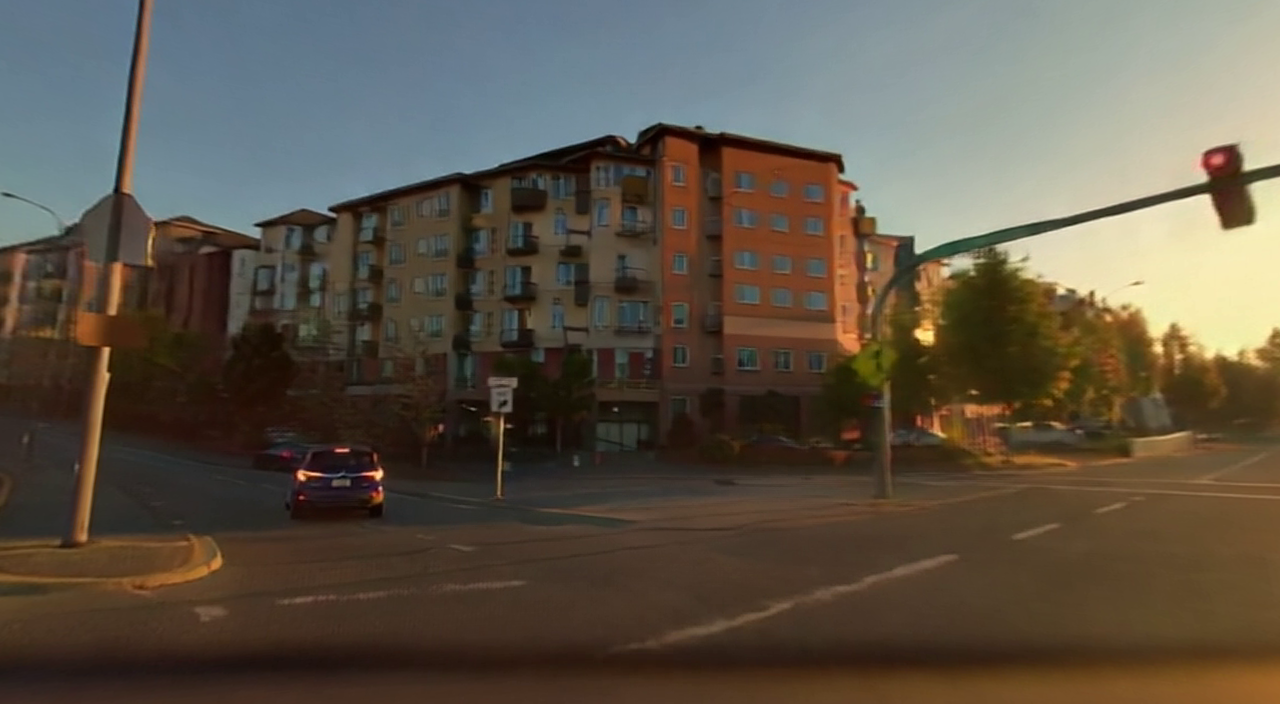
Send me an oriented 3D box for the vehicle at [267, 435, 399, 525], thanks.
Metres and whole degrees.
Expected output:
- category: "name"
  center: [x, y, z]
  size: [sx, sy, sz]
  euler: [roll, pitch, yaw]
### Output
- category: "vehicle"
  center: [-6.410, 2.503, 12.877]
  size: [2.014, 1.525, 3.670]
  euler: [5, -10, -31]
